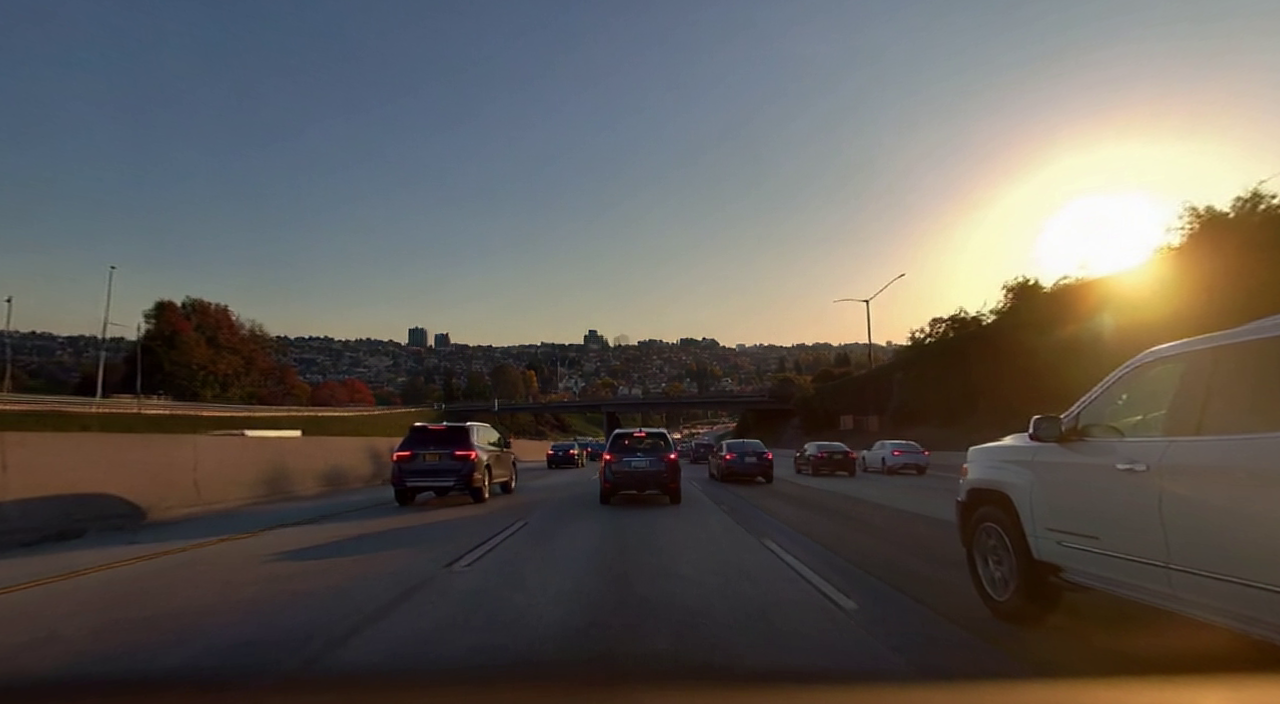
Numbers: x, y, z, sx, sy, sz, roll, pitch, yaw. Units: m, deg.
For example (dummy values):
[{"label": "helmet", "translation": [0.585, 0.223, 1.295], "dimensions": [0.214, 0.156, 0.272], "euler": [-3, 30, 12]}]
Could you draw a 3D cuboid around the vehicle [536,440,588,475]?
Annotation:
[{"label": "vehicle", "translation": [-3.961, 5.451, 32.770], "dimensions": [1.982, 1.655, 4.604], "euler": [0, -9, 1]}]

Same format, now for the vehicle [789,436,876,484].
[{"label": "vehicle", "translation": [7.675, 4.354, 25.685], "dimensions": [2.054, 1.769, 4.693], "euler": [0, -9, 0]}]

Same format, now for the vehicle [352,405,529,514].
[{"label": "vehicle", "translation": [-4.453, 2.563, 15.440], "dimensions": [2.212, 2.101, 6.052], "euler": [0, -9, 1]}]

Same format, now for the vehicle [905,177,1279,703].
[{"label": "vehicle", "translation": [3.474, 0.577, 2.768], "dimensions": [2.300, 2.242, 5.327], "euler": [0, -9, 0]}]

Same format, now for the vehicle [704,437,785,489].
[{"label": "vehicle", "translation": [3.543, 3.852, 22.222], "dimensions": [2.022, 1.633, 4.651], "euler": [1, -9, -1]}]

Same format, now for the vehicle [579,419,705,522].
[{"label": "vehicle", "translation": [0.053, 2.381, 13.104], "dimensions": [2.181, 1.756, 4.167], "euler": [0, -9, 0]}]
